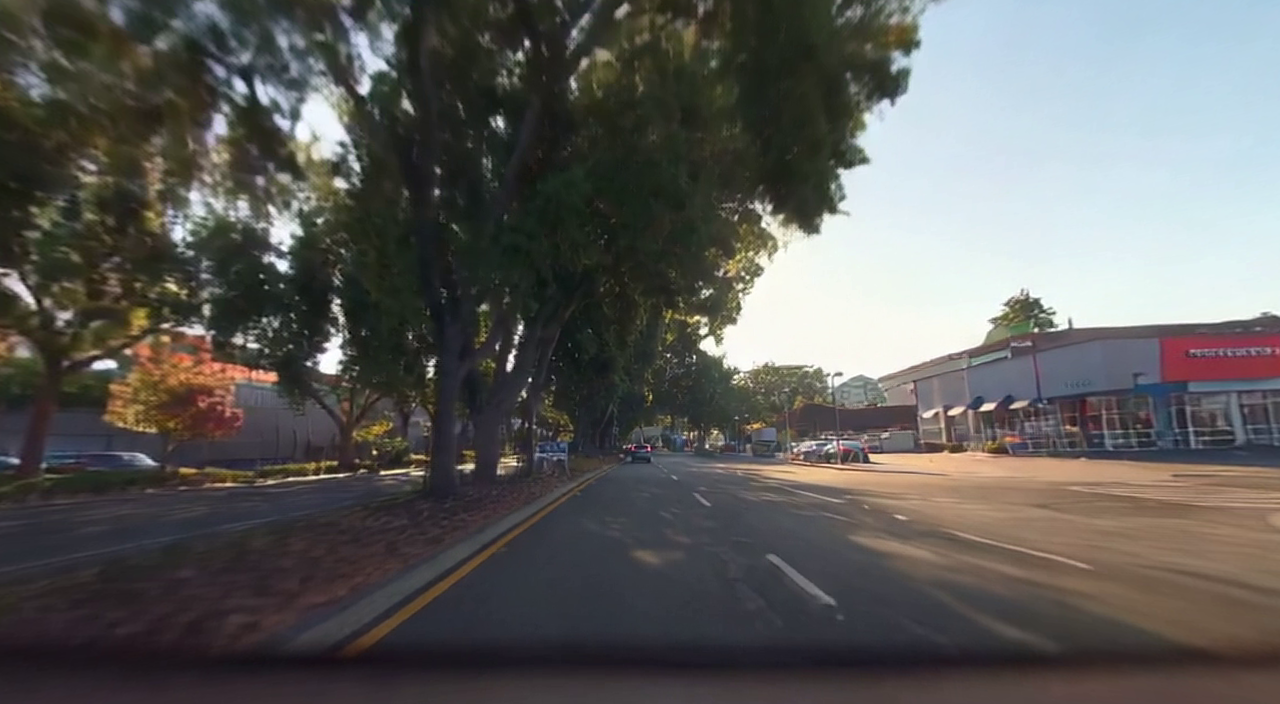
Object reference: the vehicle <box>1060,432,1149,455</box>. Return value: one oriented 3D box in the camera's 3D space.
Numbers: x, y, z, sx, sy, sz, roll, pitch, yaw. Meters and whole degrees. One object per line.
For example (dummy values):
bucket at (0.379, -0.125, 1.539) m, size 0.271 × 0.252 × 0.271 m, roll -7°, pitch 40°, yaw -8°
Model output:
vehicle at (31.459, 6.231, 42.907) m, size 1.927 × 1.464 × 4.368 m, roll 3°, pitch -9°, yaw -23°

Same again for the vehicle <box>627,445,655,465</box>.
vehicle at (0.057, 8.089, 49.671) m, size 2.159 × 1.461 × 4.142 m, roll 0°, pitch -9°, yaw -1°

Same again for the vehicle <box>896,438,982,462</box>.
vehicle at (19.960, 6.569, 42.361) m, size 2.048 × 1.462 × 4.802 m, roll 5°, pitch -10°, yaw -32°

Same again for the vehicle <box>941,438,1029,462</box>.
vehicle at (22.977, 6.517, 42.265) m, size 2.072 × 1.469 × 4.661 m, roll 6°, pitch -10°, yaw -35°
